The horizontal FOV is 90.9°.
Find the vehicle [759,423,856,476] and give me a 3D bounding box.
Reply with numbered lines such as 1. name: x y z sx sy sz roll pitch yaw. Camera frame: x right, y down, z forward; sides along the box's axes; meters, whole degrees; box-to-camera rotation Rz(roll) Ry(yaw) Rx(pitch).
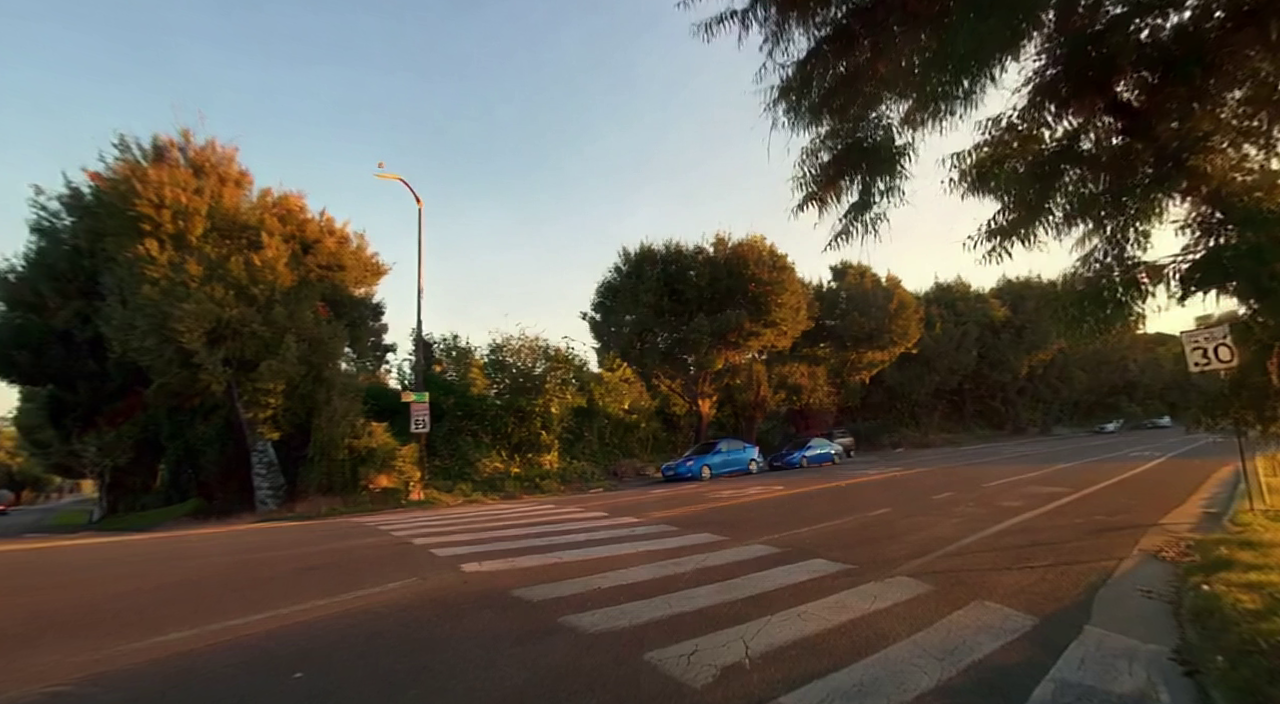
1. vehicle: 7.831 4.487 29.276 4.467 1.700 2.087 -3 -8 -44

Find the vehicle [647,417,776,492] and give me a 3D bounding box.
1. vehicle: 2.919 3.930 24.613 2.159 1.959 5.179 -14 -7 41
